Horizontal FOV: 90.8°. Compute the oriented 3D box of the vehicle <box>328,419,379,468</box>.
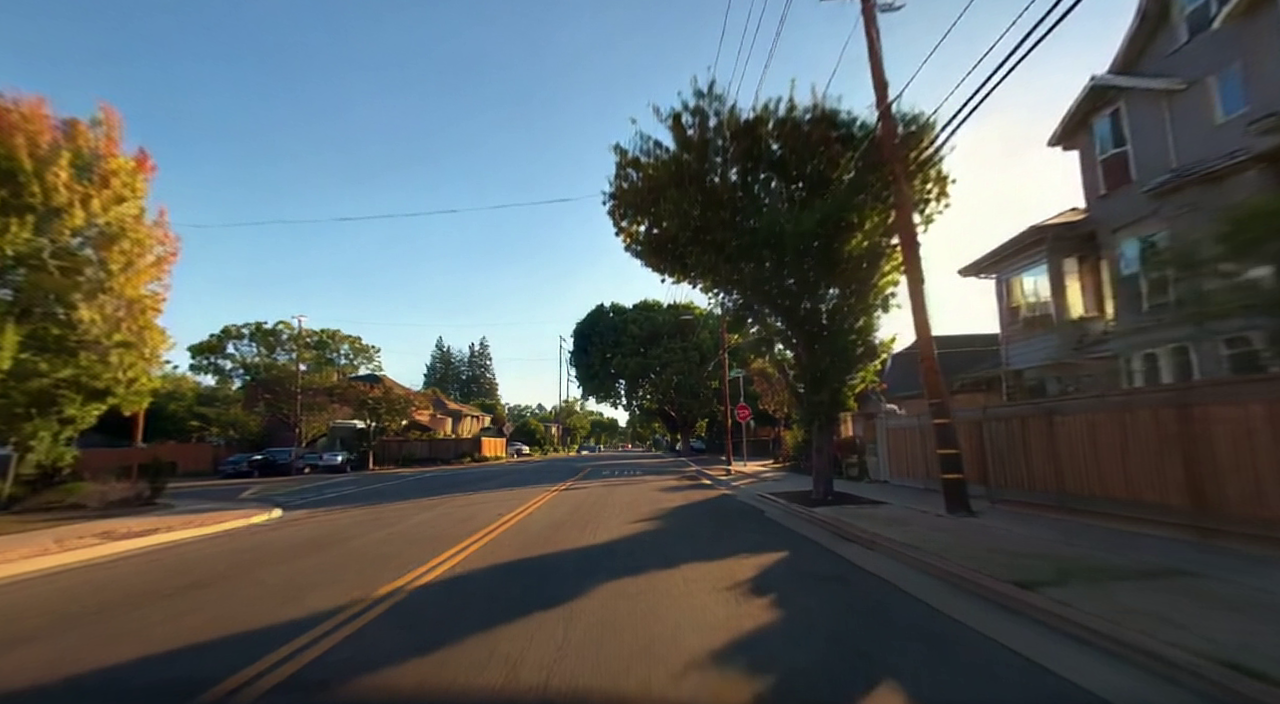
[{"bbox_3d":[-20.458,6.731,45.323,2.842,3.181,8.576,4,-11,-23],"label":"vehicle"}]

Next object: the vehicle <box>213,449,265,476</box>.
[{"bbox_3d":[-24.255,6.671,38.374,1.955,1.448,4.542,3,-9,-24],"label":"vehicle"}]

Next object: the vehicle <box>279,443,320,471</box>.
[{"bbox_3d":[-23.908,7.334,44.469,2.083,1.802,4.455,4,-9,-24],"label":"vehicle"}]
